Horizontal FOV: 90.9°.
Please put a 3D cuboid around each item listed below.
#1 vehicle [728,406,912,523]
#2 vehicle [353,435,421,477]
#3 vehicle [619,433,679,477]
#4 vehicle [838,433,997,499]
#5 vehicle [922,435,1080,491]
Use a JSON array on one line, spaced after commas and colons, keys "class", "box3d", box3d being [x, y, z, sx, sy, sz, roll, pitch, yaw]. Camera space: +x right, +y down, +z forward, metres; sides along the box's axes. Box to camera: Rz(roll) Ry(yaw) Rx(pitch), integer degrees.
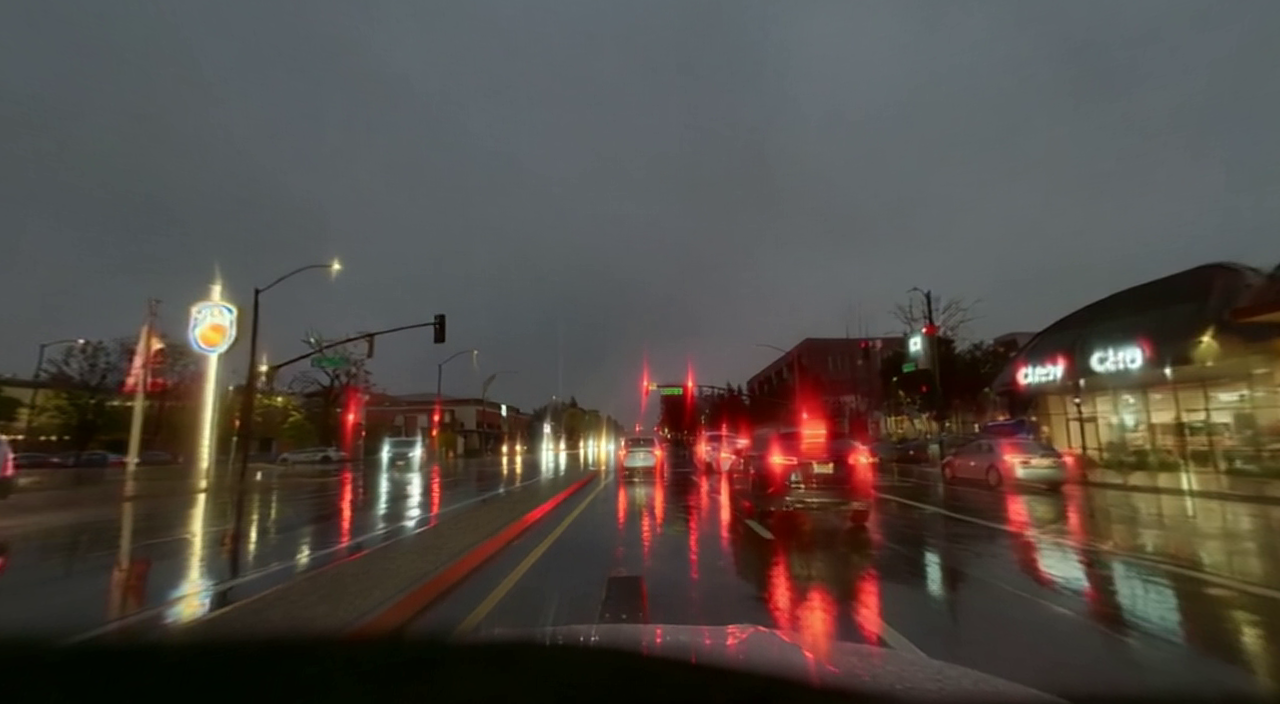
[{"class": "vehicle", "box3d": [3.136, 2.101, 12.293, 2.038, 1.787, 4.946, 0, -8, -1]}, {"class": "vehicle", "box3d": [-11.794, 4.774, 29.239, 2.106, 1.751, 4.554, 5, -10, -31]}, {"class": "vehicle", "box3d": [0.282, 3.860, 23.805, 2.073, 1.496, 3.892, 0, -8, -1]}, {"class": "vehicle", "box3d": [6.910, 2.873, 16.349, 2.059, 1.458, 4.395, 0, -8, -1]}, {"class": "vehicle", "box3d": [10.543, 3.259, 18.945, 1.881, 1.463, 4.726, 0, -8, -1]}]
